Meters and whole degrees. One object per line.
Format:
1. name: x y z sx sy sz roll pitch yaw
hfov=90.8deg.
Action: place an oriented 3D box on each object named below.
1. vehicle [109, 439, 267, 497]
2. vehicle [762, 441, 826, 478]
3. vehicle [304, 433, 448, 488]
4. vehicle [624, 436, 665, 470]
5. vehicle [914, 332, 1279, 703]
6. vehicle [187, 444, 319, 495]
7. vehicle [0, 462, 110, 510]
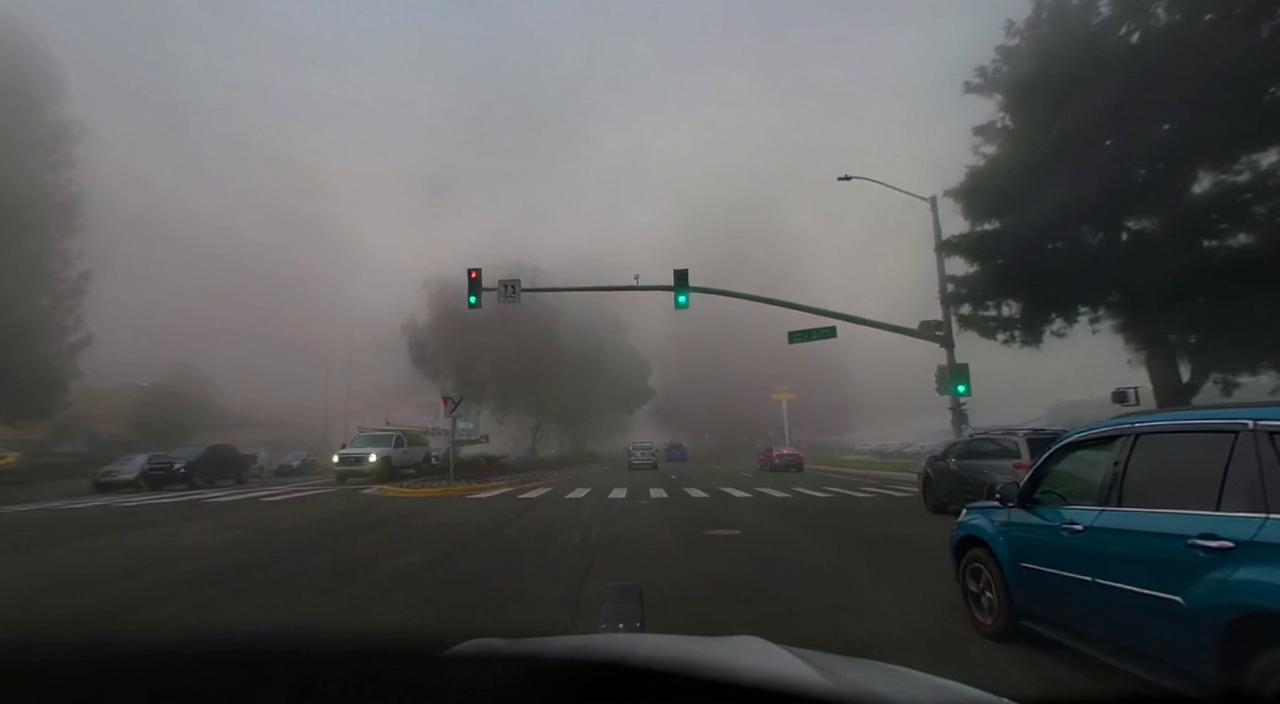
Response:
1. vehicle: -17.805 4.561 25.388 2.152 2.010 5.676 0 -8 -1
2. vehicle: 6.885 4.834 28.656 1.879 1.517 4.006 0 -8 0
3. vehicle: -10.528 4.398 26.185 2.909 1.956 6.908 0 -8 1
4. vehicle: 0.213 6.295 39.500 2.402 1.938 4.535 0 -8 -1
5. vehicle: 3.432 0.915 3.201 2.076 1.716 4.416 0 -8 0
6. vehicle: -14.085 4.258 23.385 2.015 1.679 4.535 0 -8 -1
7. vehicle: -21.877 4.705 22.438 1.849 1.442 4.866 0 -8 0
